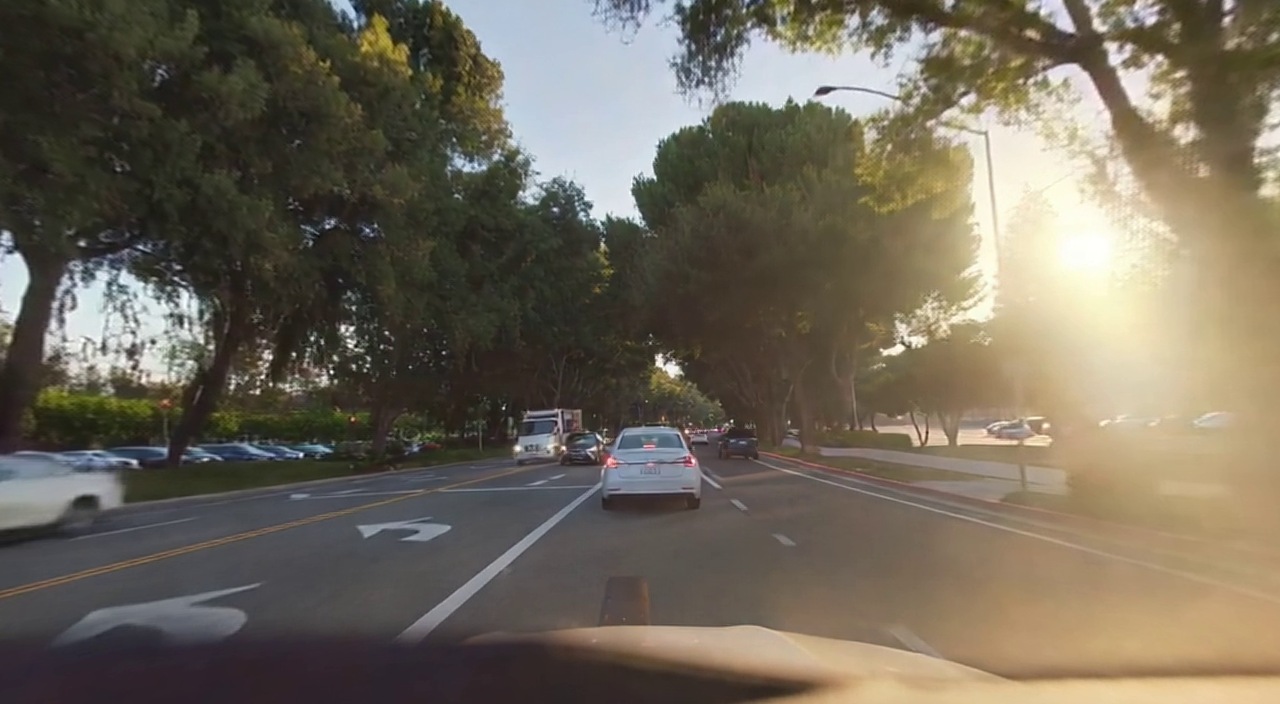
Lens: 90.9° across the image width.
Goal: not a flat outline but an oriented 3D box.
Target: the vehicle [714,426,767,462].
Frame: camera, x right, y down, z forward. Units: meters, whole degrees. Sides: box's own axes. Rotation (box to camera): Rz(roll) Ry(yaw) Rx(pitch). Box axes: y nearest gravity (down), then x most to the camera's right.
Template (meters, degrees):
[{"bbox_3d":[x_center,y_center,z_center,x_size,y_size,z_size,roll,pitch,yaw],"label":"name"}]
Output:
[{"bbox_3d":[5.219,4.862,33.375,2.155,1.786,4.459,-1,-8,2],"label":"vehicle"}]

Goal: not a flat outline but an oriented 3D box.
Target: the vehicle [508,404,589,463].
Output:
[{"bbox_3d":[-5.680,5.369,41.110,2.961,3.316,9.483,-1,-8,6],"label":"vehicle"}]

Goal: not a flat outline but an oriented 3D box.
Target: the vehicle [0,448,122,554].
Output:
[{"bbox_3d":[-10.158,2.124,8.815,1.909,1.471,4.502,-1,-8,2],"label":"vehicle"}]

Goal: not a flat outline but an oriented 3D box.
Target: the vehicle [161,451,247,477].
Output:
[{"bbox_3d":[-26.761,6.864,38.758,4.260,1.498,1.769,-2,-8,9],"label":"vehicle"}]

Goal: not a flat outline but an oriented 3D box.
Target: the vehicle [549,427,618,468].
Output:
[{"bbox_3d":[-2.610,4.578,30.395,2.057,1.786,4.725,-2,-8,11],"label":"vehicle"}]

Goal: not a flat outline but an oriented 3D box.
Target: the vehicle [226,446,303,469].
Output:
[{"bbox_3d":[-26.223,7.393,44.109,4.398,1.532,1.769,-2,-8,8],"label":"vehicle"}]

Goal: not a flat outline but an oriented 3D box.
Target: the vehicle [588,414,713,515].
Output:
[{"bbox_3d":[0.208,2.235,13.005,2.154,1.710,4.128,-1,-8,1],"label":"vehicle"}]
